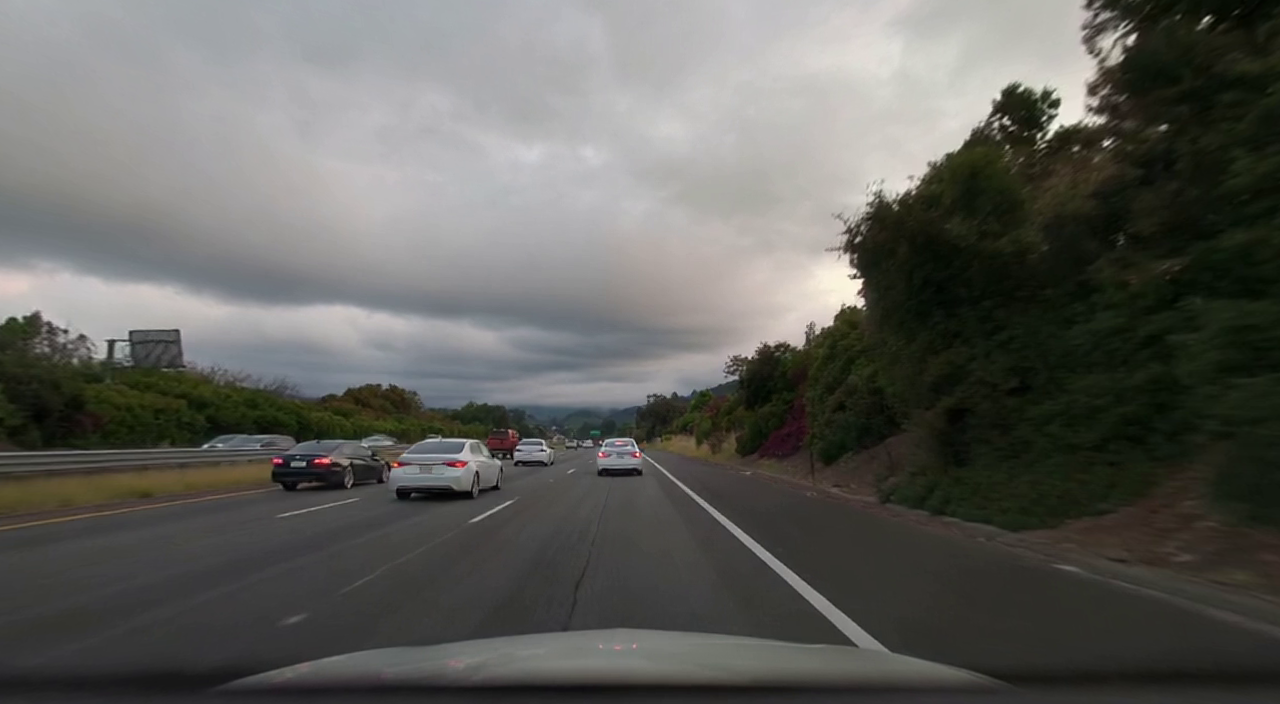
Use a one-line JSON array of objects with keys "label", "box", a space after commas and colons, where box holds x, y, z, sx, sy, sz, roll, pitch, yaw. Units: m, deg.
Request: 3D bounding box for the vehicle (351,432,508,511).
[{"label": "vehicle", "box": [-4.393, 2.526, 13.966, 1.971, 1.464, 4.386, 0, -8, 0]}]

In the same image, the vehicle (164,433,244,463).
[{"label": "vehicle", "box": [-25.650, 5.638, 37.133, 1.887, 1.644, 4.075, 0, -8, -2]}]

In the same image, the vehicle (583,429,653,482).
[{"label": "vehicle", "box": [-0.738, 3.526, 21.773, 2.178, 1.658, 3.916, 0, -8, -1]}]

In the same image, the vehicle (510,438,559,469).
[{"label": "vehicle", "box": [-5.307, 5.124, 31.959, 1.835, 1.432, 3.835, 0, -8, 0]}]

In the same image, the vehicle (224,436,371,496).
[{"label": "vehicle", "box": [-9.293, 3.074, 17.460, 1.850, 1.439, 3.932, 0, -8, 0]}]
